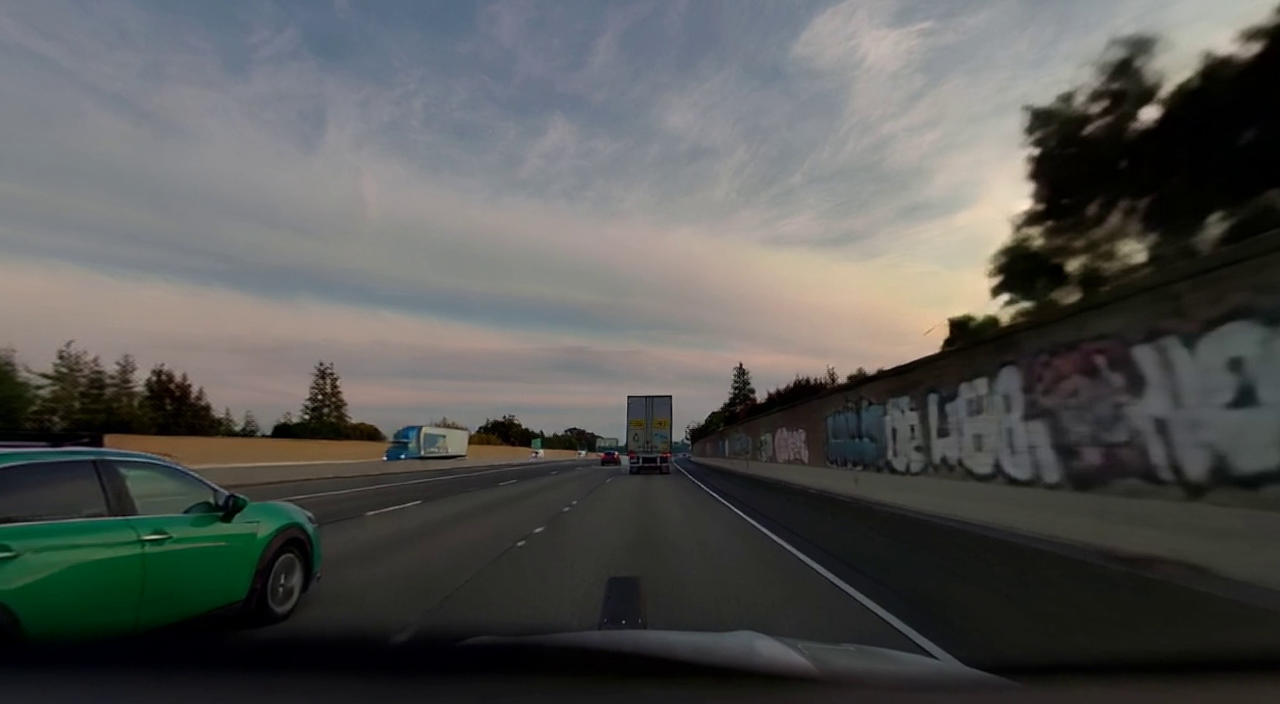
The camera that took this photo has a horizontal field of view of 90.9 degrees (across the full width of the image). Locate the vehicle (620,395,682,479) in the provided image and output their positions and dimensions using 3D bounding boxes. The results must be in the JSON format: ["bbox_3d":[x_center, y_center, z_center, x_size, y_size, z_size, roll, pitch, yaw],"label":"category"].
[{"bbox_3d":[0.537,4.989,36.146,2.997,4.069,10.871,0,-9,0],"label":"vehicle"}]
